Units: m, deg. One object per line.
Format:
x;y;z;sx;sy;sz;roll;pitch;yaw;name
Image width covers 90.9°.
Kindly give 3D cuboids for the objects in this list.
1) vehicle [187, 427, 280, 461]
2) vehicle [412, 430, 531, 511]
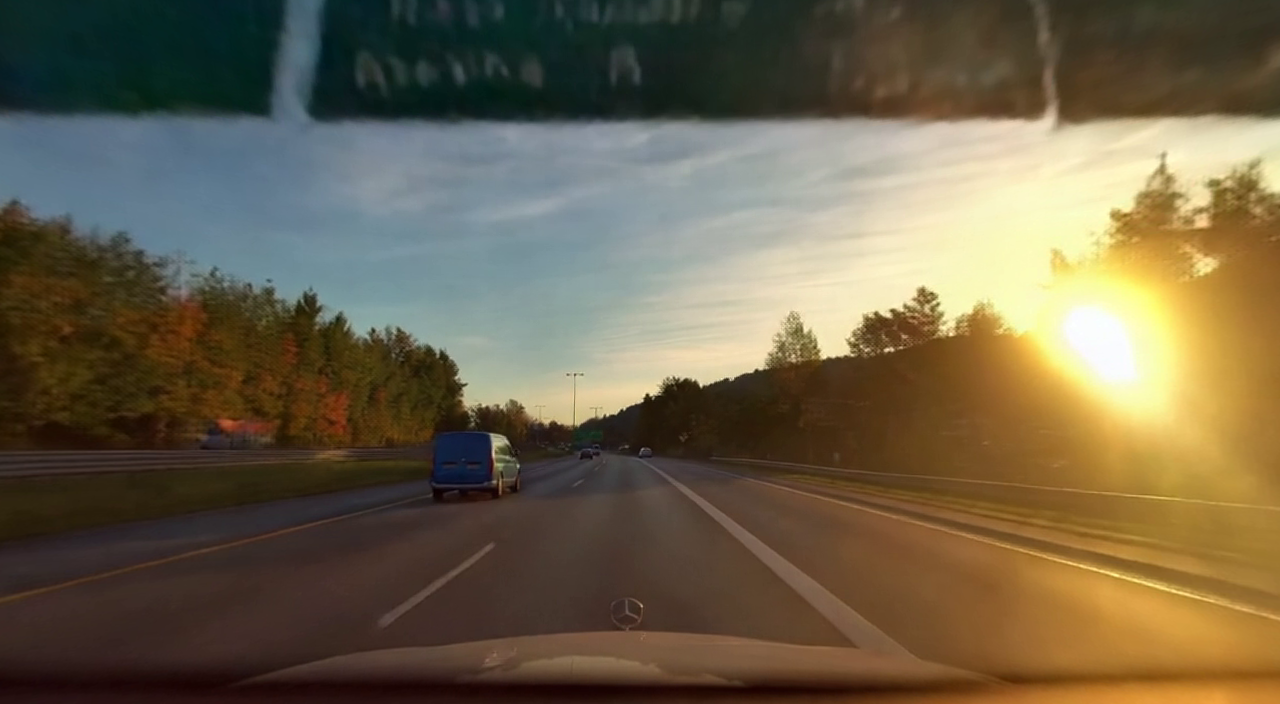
-18.712;4.280;29.202;1.879;1.492;3.607;0;-9;0;vehicle
-4.197;3.028;16.505;1.971;1.795;4.389;0;-9;-2;vehicle
